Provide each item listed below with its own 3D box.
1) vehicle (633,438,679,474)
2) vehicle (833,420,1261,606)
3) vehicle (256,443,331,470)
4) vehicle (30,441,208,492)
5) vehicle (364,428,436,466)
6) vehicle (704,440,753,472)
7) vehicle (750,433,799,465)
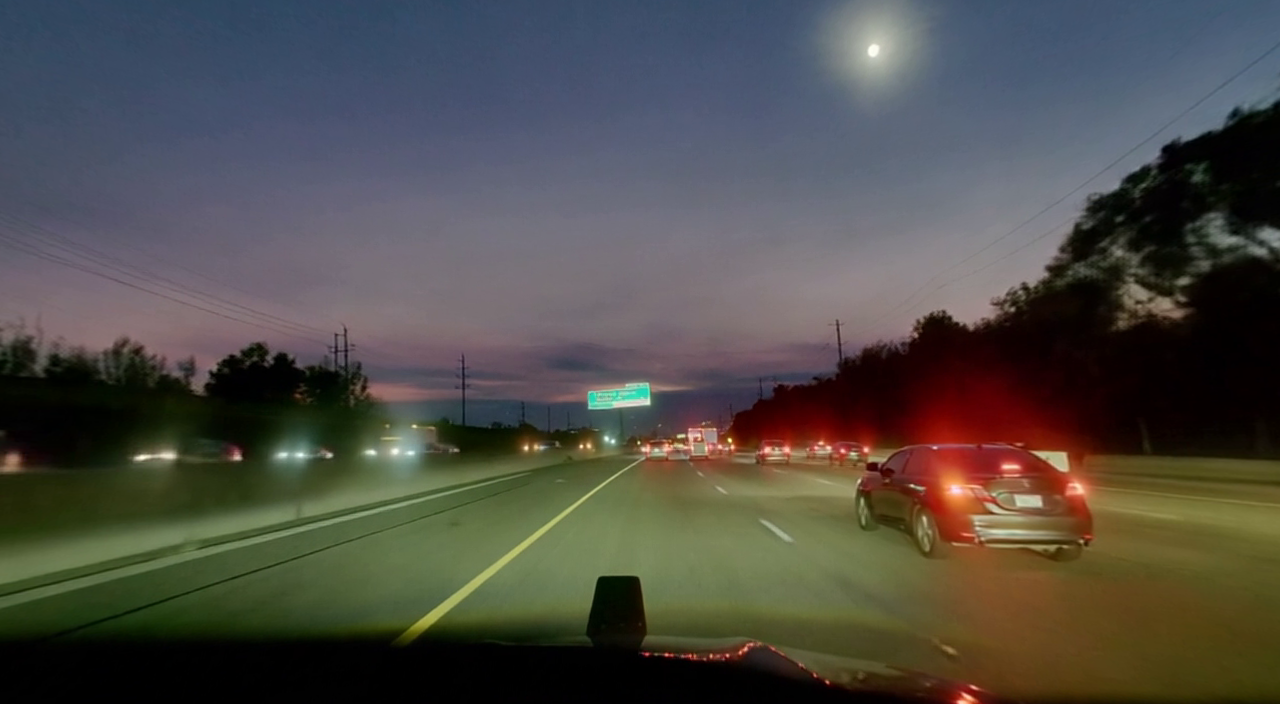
[{"bbox_3d":[0.727,4.933,30.177,2.042,1.581,3.769,0,-8,1],"label":"vehicle"},{"bbox_3d":[3.958,1.622,7.331,1.986,1.478,4.429,0,-8,0],"label":"vehicle"},{"bbox_3d":[-20.507,6.203,37.556,1.856,1.503,4.367,0,-8,2],"label":"vehicle"},{"bbox_3d":[-16.851,3.692,20.787,1.926,1.466,4.530,0,-8,2],"label":"vehicle"},{"bbox_3d":[-16.338,6.527,43.355,2.354,2.415,5.937,0,-8,3],"label":"vehicle"},{"bbox_3d":[4.362,5.192,31.727,1.936,1.465,4.060,0,-8,1],"label":"vehicle"},{"bbox_3d":[8.240,6.009,39.084,2.041,1.821,4.562,0,-8,0],"label":"vehicle"}]
